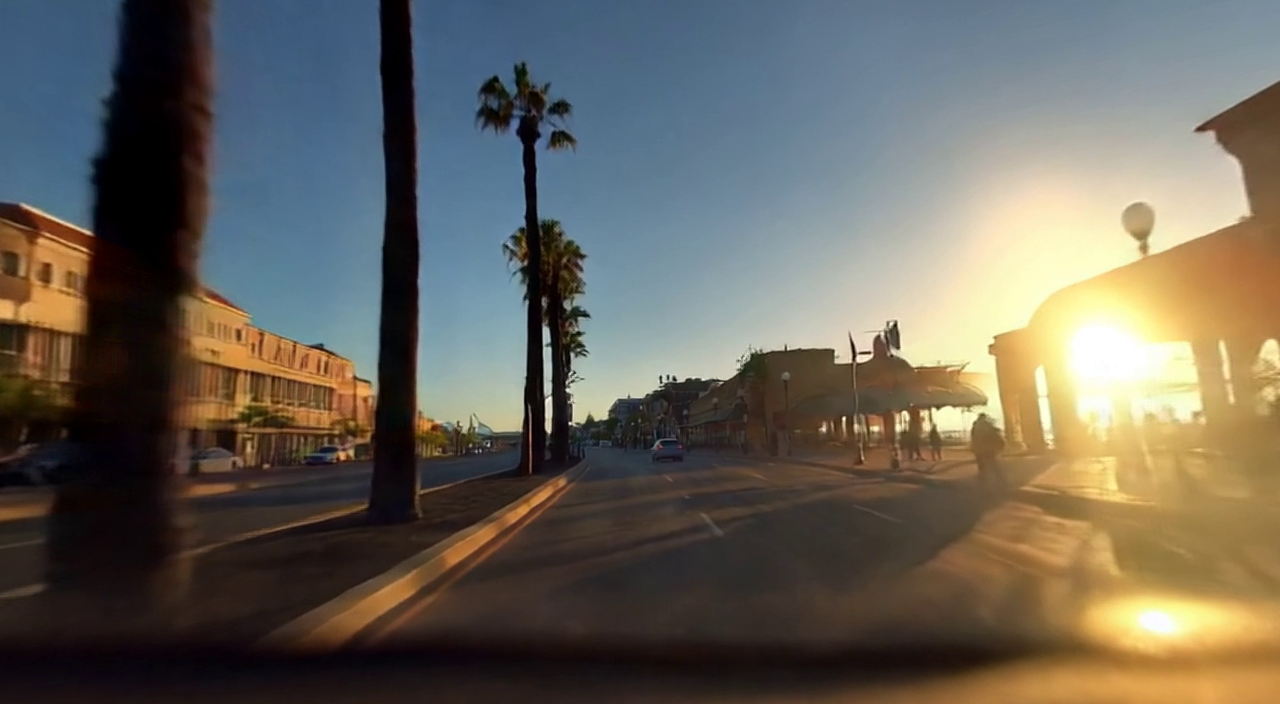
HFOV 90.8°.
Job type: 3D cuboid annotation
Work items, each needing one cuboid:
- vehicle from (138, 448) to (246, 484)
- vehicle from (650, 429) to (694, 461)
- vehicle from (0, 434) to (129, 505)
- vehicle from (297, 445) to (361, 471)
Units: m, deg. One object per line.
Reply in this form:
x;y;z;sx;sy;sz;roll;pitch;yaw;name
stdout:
-21.816;5.533;31.044;1.866;1.553;4.835;0;-8;-1;vehicle
2.027;6.295;42.739;2.284;2.010;6.670;0;-8;-3;vehicle
-18.359;3.453;18.950;2.136;1.890;4.670;0;-8;-1;vehicle
-22.052;7.487;44.990;2.285;1.689;4.968;0;-8;-4;vehicle
